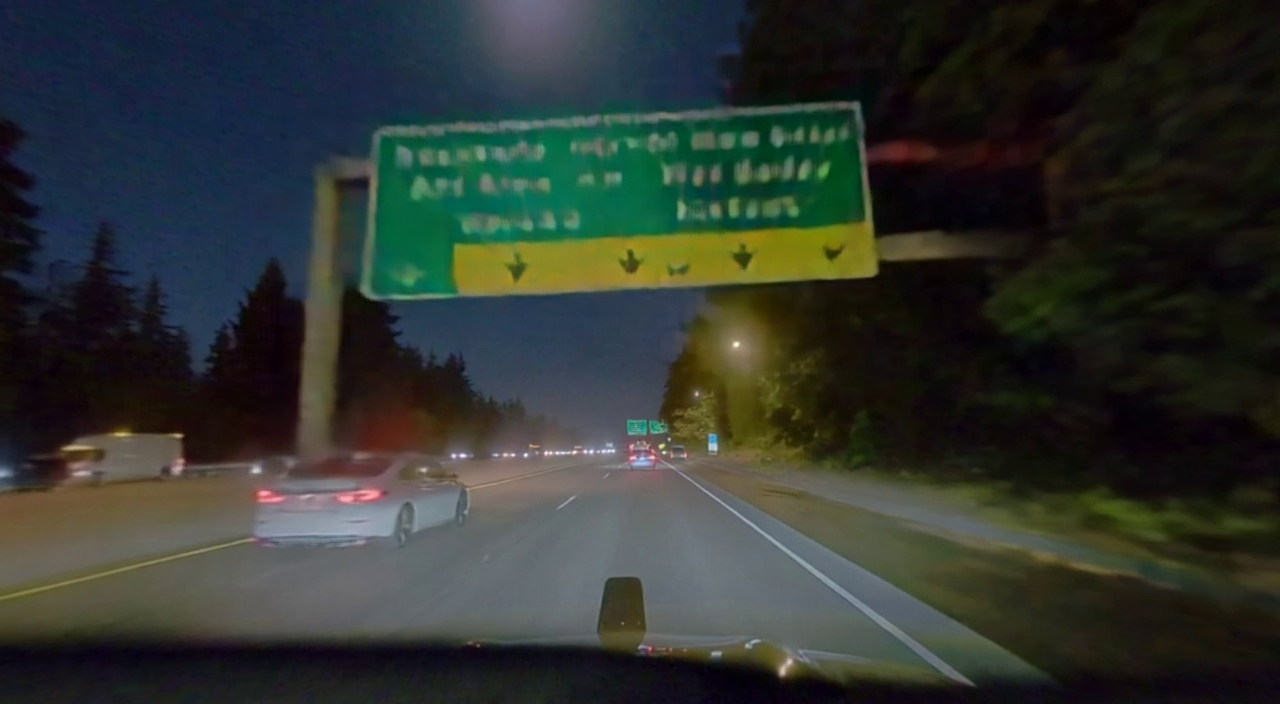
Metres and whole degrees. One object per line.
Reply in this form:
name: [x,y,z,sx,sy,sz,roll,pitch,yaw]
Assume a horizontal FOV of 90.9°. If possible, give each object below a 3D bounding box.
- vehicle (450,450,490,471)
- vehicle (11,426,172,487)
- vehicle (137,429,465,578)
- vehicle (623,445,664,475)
vehicle: [-12.374,7.888,46.127,1.787,1.447,3.776,-1,-9,1]
vehicle: [-27.100,5.206,31.584,2.515,2.725,6.031,0,-9,0]
vehicle: [-4.200,1.952,8.937,2.081,1.534,4.543,0,-9,1]
vehicle: [0.174,5.504,32.257,1.960,1.456,3.818,0,-9,0]
